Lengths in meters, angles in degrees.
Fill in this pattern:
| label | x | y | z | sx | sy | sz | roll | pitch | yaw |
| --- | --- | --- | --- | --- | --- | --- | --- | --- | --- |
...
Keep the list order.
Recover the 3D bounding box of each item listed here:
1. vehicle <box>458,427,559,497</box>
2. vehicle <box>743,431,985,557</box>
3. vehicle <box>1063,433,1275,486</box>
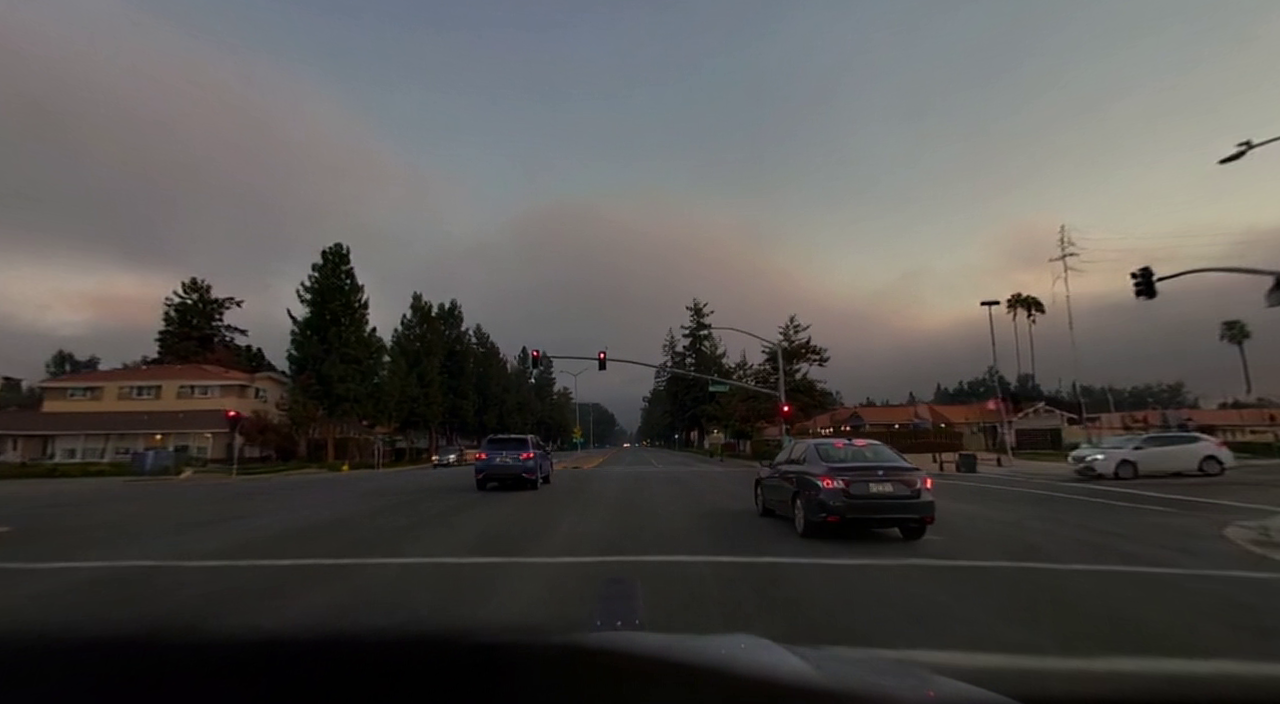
| label | x | y | z | sx | sy | sz | roll | pitch | yaw |
| --- | --- | --- | --- | --- | --- | --- | --- | --- | --- |
| vehicle | -3.734 | 3.228 | 18.841 | 1.997 | 1.806 | 4.500 | 0 | -9 | 0 |
| vehicle | 3.115 | 2.085 | 10.115 | 1.975 | 1.502 | 4.787 | 0 | -9 | -2 |
| vehicle | 20.029 | 4.095 | 24.173 | 5.886 | 1.798 | 2.407 | -1 | -9 | 0 |
